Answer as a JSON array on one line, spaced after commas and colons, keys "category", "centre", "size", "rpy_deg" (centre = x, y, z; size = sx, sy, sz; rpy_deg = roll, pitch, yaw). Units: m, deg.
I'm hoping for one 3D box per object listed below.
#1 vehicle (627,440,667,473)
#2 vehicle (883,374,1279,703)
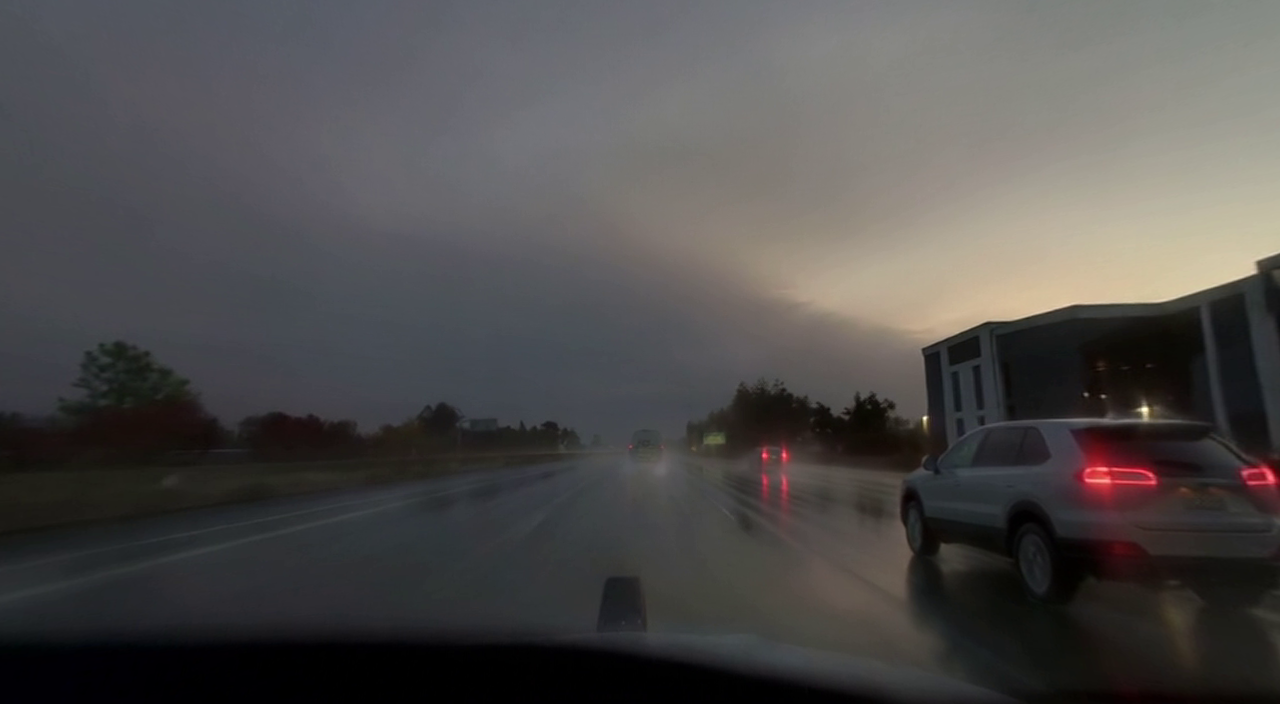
[{"category": "vehicle", "centre": [0.337, 5.651, 34.094], "size": [2.015, 1.639, 4.086], "rpy_deg": [0, -9, 0]}, {"category": "vehicle", "centre": [4.123, 1.268, 5.517], "size": [2.008, 1.595, 5.082], "rpy_deg": [0, -9, 1]}]
